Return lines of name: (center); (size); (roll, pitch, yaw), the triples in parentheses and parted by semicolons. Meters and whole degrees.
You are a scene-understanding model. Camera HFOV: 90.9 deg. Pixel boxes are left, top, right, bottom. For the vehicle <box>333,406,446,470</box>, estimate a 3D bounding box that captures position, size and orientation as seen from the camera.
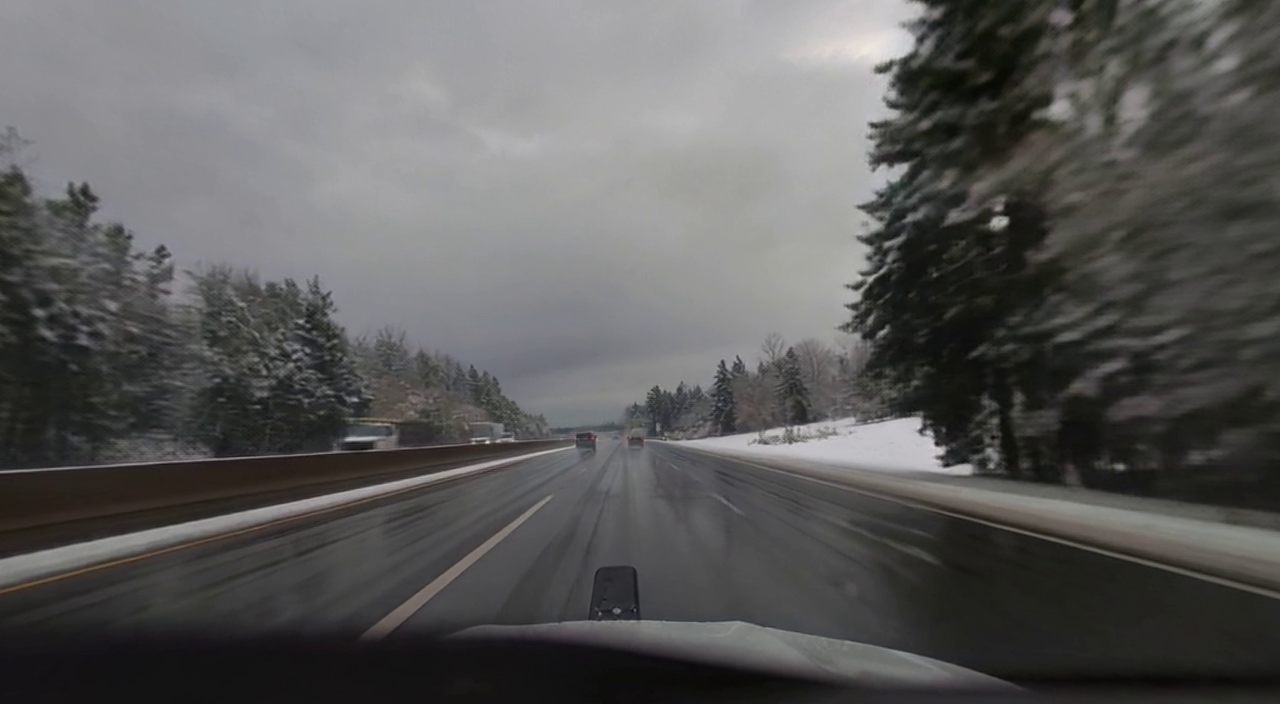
vehicle: (-12.731, 4.483, 32.863); (2.811, 2.963, 7.409); (0, -8, 0)
